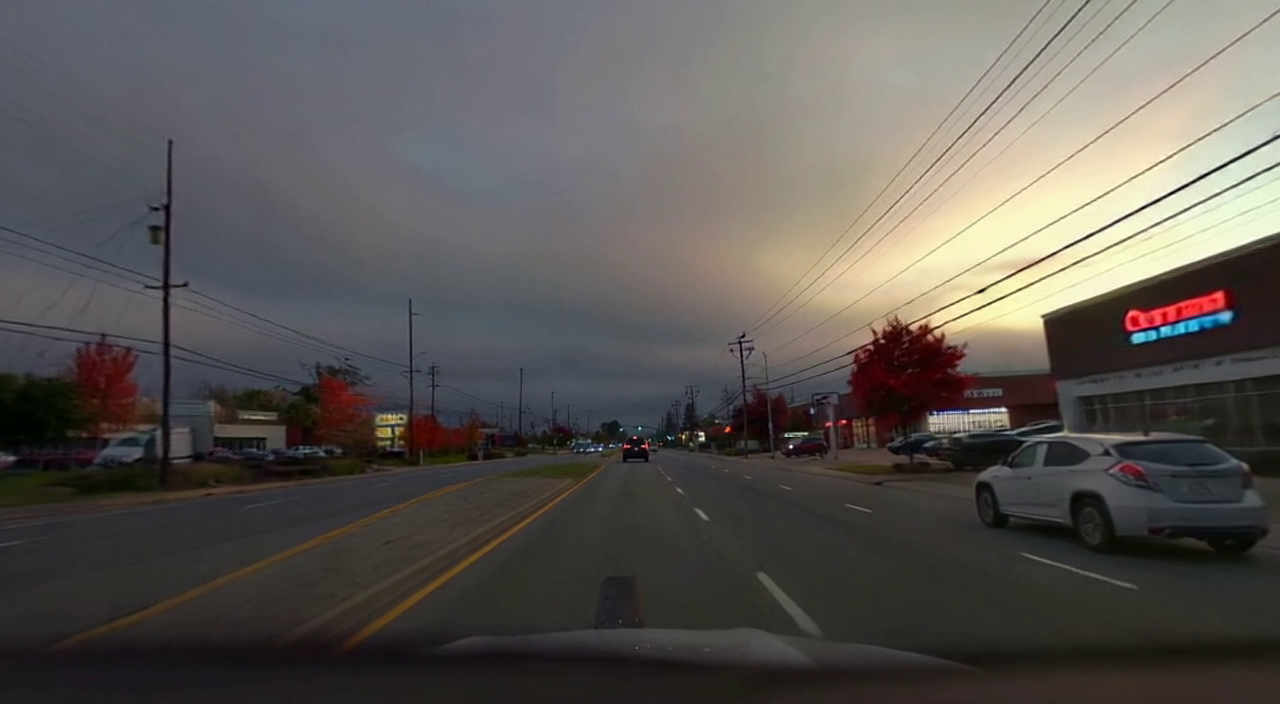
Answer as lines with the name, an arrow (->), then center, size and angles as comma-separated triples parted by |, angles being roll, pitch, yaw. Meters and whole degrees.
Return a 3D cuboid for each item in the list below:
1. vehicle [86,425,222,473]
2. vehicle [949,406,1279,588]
vehicle -> -28.815, 5.760, 37.711 | 5.851, 2.505, 2.504 | -1, -8, -9
vehicle -> 6.219, 1.701, 8.280 | 1.995, 1.705, 4.434 | 0, -9, -1
